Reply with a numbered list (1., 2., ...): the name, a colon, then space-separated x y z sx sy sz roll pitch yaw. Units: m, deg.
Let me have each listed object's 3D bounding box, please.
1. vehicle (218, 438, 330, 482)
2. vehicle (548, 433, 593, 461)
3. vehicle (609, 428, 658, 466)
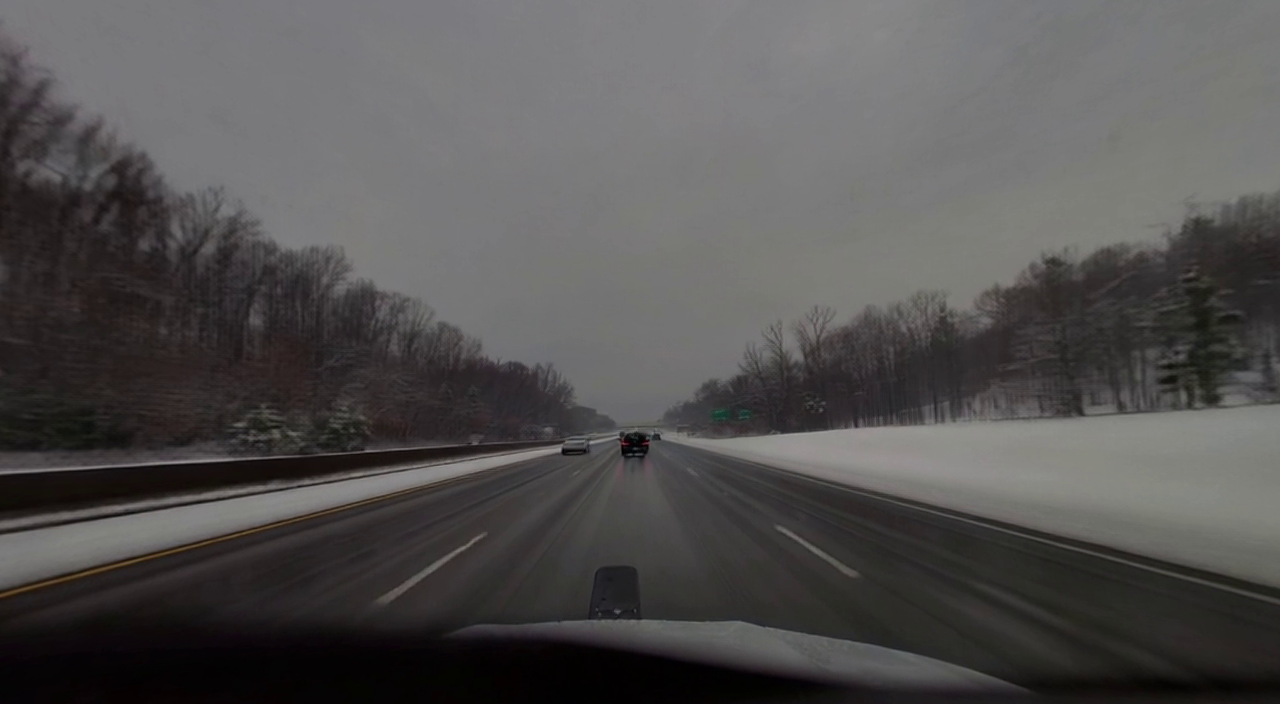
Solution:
1. vehicle: -12.970 3.817 22.616 1.768 1.401 3.810 0 -8 -1
2. vehicle: -3.882 5.392 35.935 2.030 1.491 4.046 0 -8 1
3. vehicle: -0.298 4.508 30.025 2.134 1.654 4.174 0 -8 0
